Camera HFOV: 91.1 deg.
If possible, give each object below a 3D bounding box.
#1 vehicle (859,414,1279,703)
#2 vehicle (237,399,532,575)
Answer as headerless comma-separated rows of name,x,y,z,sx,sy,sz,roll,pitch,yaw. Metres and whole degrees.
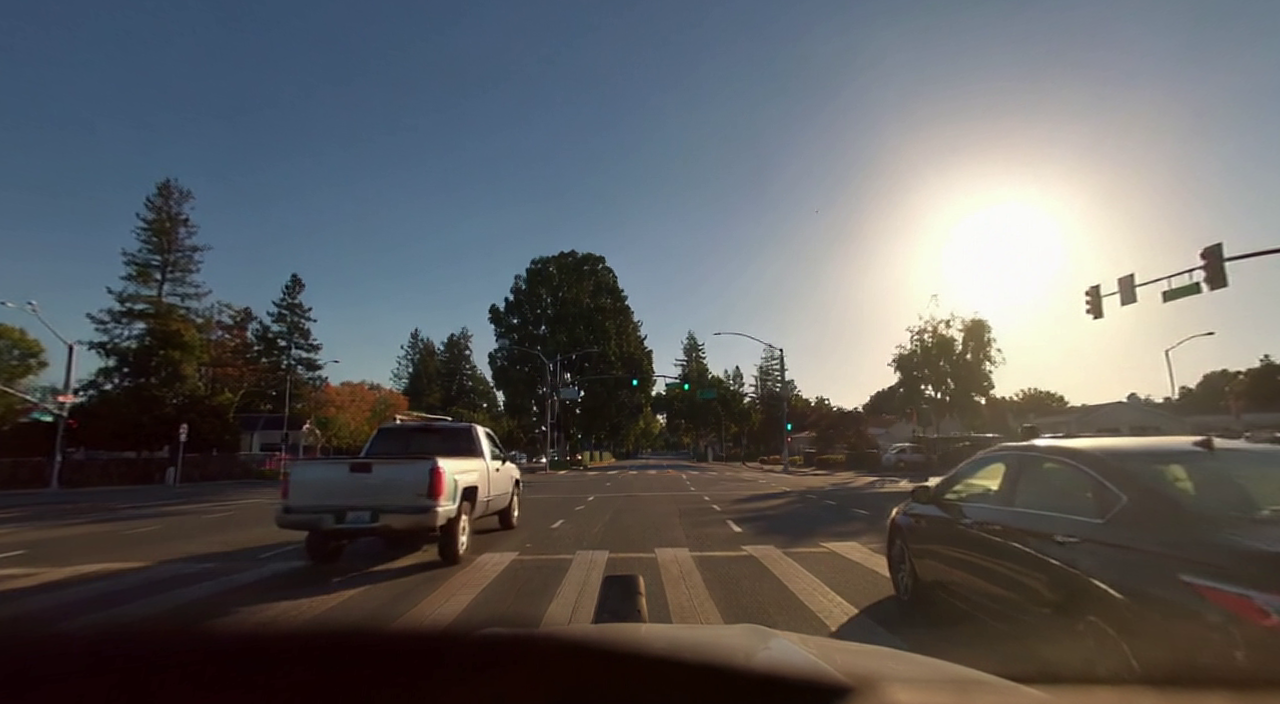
vehicle,3.172,1.216,3.931,1.990,1.454,4.490,0,-8,0
vehicle,-3.204,1.836,9.380,2.231,1.898,4.985,0,-8,1
